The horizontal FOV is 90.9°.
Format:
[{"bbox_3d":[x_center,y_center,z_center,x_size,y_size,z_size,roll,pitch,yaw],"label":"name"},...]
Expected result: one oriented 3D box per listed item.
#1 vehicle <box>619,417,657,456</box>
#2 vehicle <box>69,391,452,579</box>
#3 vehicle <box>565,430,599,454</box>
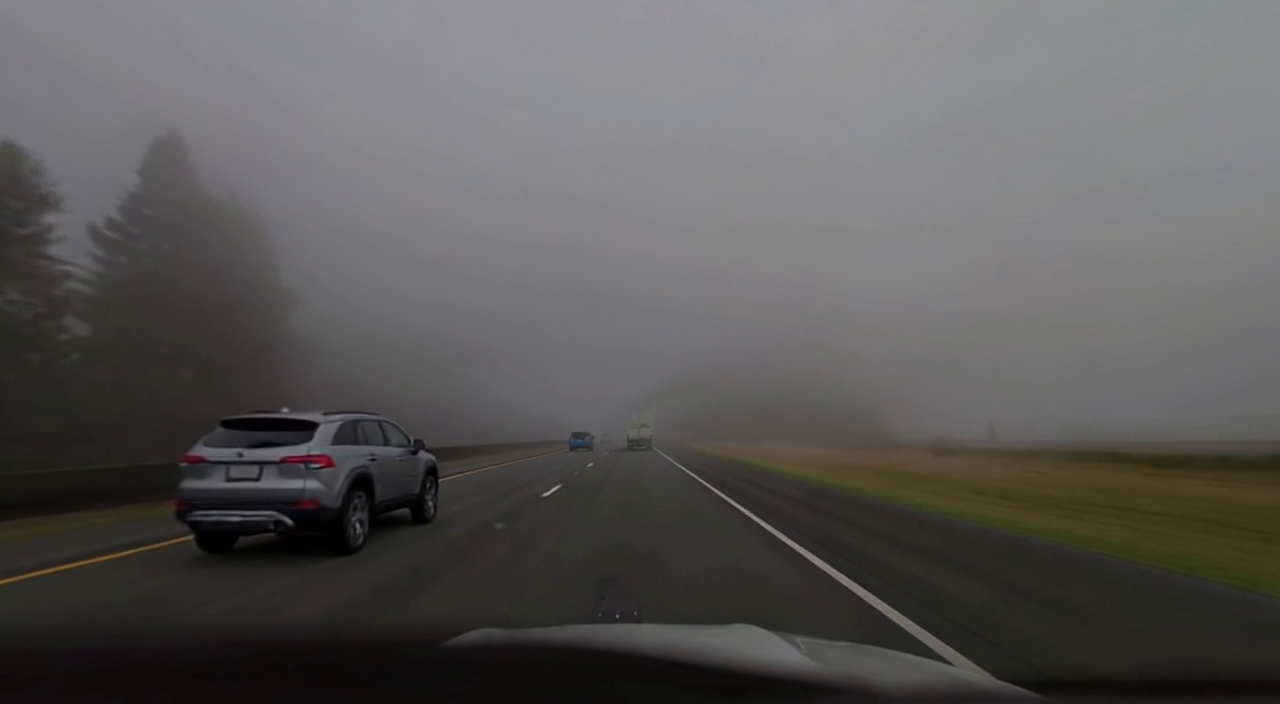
[{"bbox_3d":[-0.175,5.932,44.096,2.526,2.531,5.026,0,-8,-1],"label":"vehicle"},{"bbox_3d":[-4.012,1.471,7.796,2.045,1.655,4.301,0,-8,0],"label":"vehicle"},{"bbox_3d":[-4.255,6.700,46.942,2.049,1.726,4.291,0,-8,0],"label":"vehicle"}]
